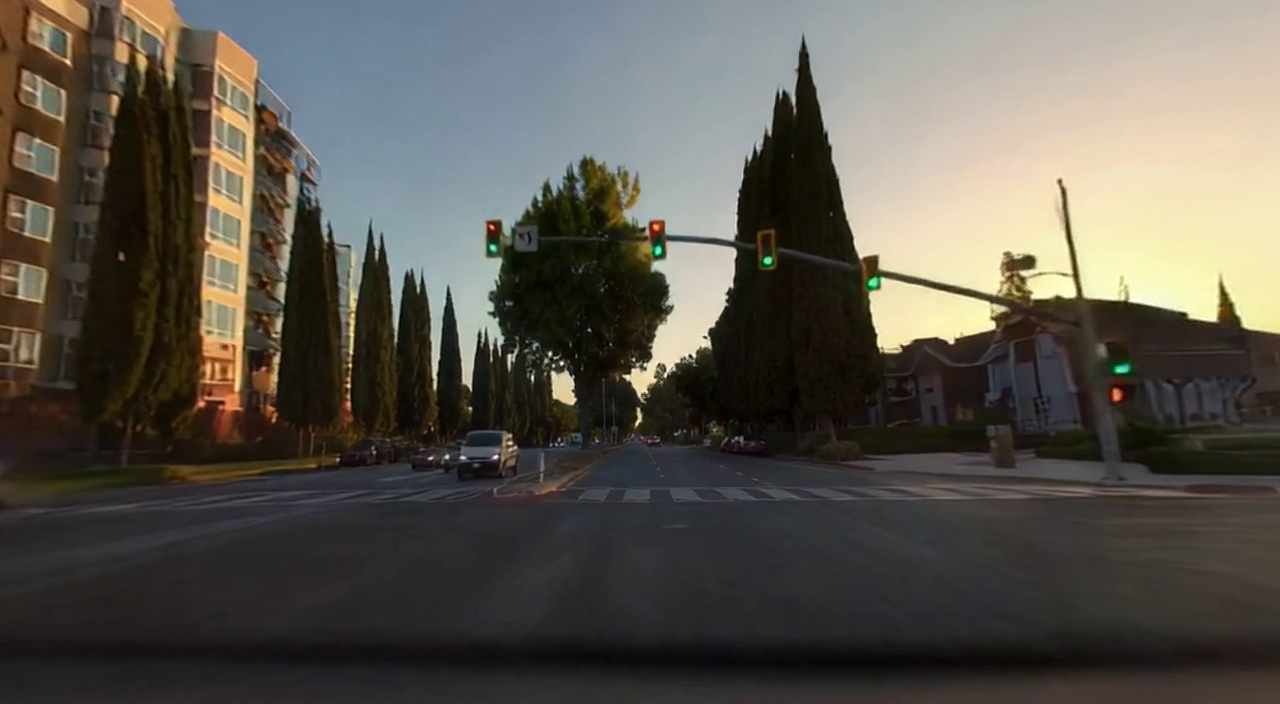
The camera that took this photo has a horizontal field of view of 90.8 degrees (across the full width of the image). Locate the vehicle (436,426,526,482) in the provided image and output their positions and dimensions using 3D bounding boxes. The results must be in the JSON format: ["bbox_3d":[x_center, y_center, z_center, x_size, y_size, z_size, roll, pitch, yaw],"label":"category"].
[{"bbox_3d":[-5.491,3.606,22.455,2.098,1.789,4.338,0,-9,-1],"label":"vehicle"}]
